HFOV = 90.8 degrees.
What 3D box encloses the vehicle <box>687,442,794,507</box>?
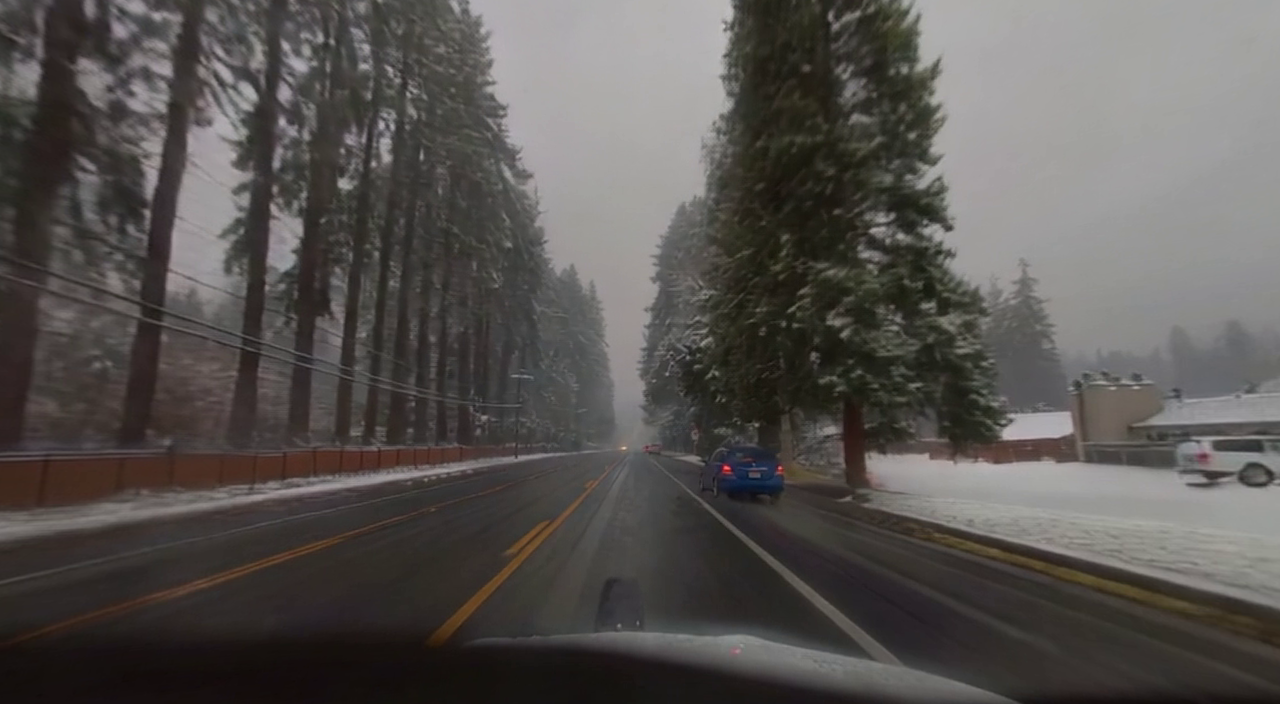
[{"bbox_3d":[2.444,3.110,16.547,1.991,1.476,4.153,0,-9,-2],"label":"vehicle"}]
